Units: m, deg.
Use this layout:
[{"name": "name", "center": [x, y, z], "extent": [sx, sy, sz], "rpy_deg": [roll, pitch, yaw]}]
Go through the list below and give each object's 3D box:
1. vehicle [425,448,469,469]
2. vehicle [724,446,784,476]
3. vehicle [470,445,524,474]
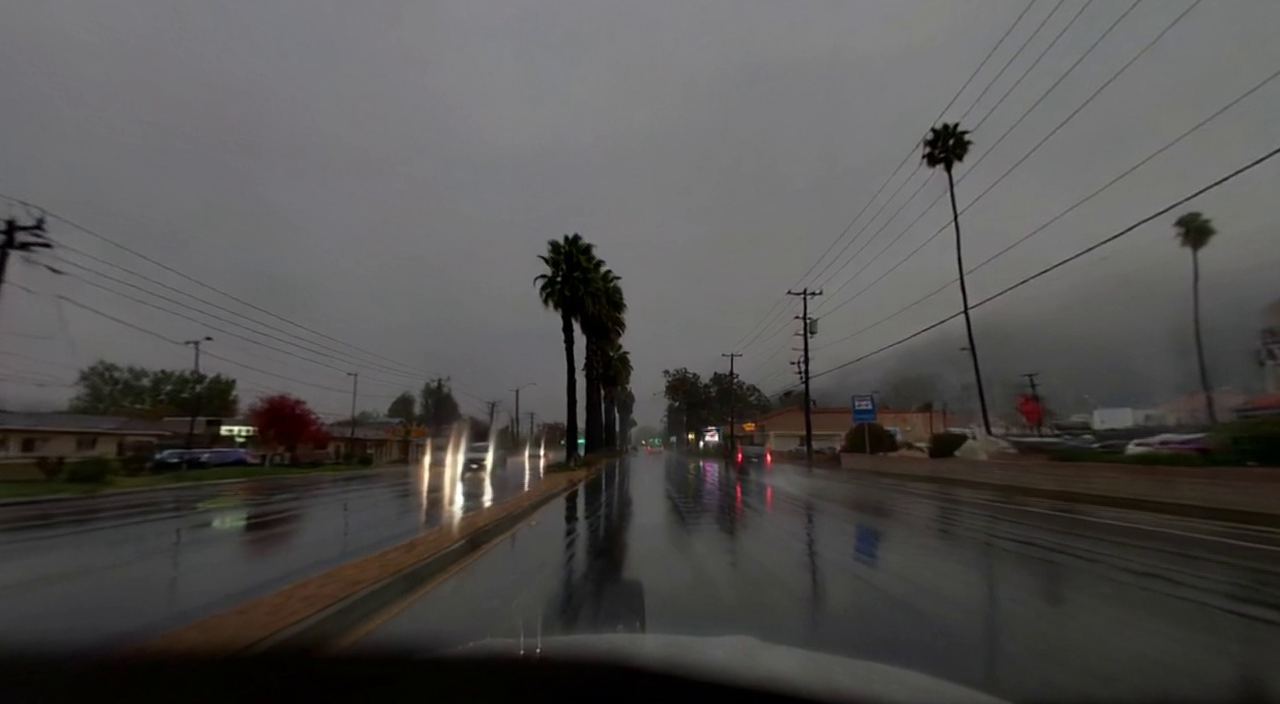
[{"name": "vehicle", "center": [-14.954, 8.232, 49.138], "extent": [1.882, 1.491, 4.504], "rpy_deg": [-1, -9, 2]}, {"name": "vehicle", "center": [5.920, 5.709, 33.373], "extent": [2.261, 1.479, 4.403], "rpy_deg": [0, -9, -2]}, {"name": "vehicle", "center": [-8.006, 6.063, 35.880], "extent": [1.946, 1.471, 4.587], "rpy_deg": [0, -9, 1]}]
